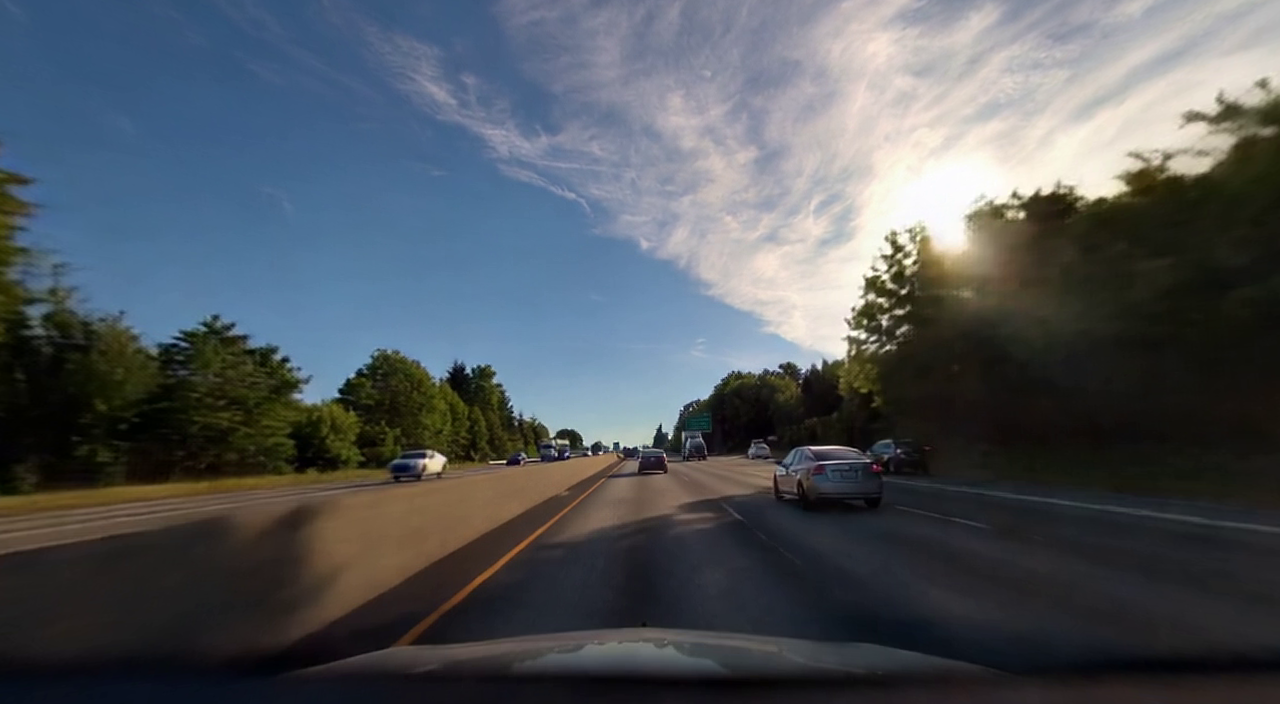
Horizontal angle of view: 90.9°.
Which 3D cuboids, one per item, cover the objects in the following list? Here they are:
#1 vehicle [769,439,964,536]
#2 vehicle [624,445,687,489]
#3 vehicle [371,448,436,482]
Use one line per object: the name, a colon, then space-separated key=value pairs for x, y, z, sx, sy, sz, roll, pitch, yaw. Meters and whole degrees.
vehicle: x=3.966 y=2.435 z=11.969 sx=2.029 sy=1.475 sz=4.279 roll=0 pitch=-9 yaw=-1
vehicle: x=0.554 y=4.333 z=24.102 sx=2.177 sy=1.520 sz=4.278 roll=0 pitch=-9 yaw=0
vehicle: x=-14.962 y=7.163 z=40.191 sx=2.139 sy=1.995 sz=5.076 roll=0 pitch=-9 yaw=1
